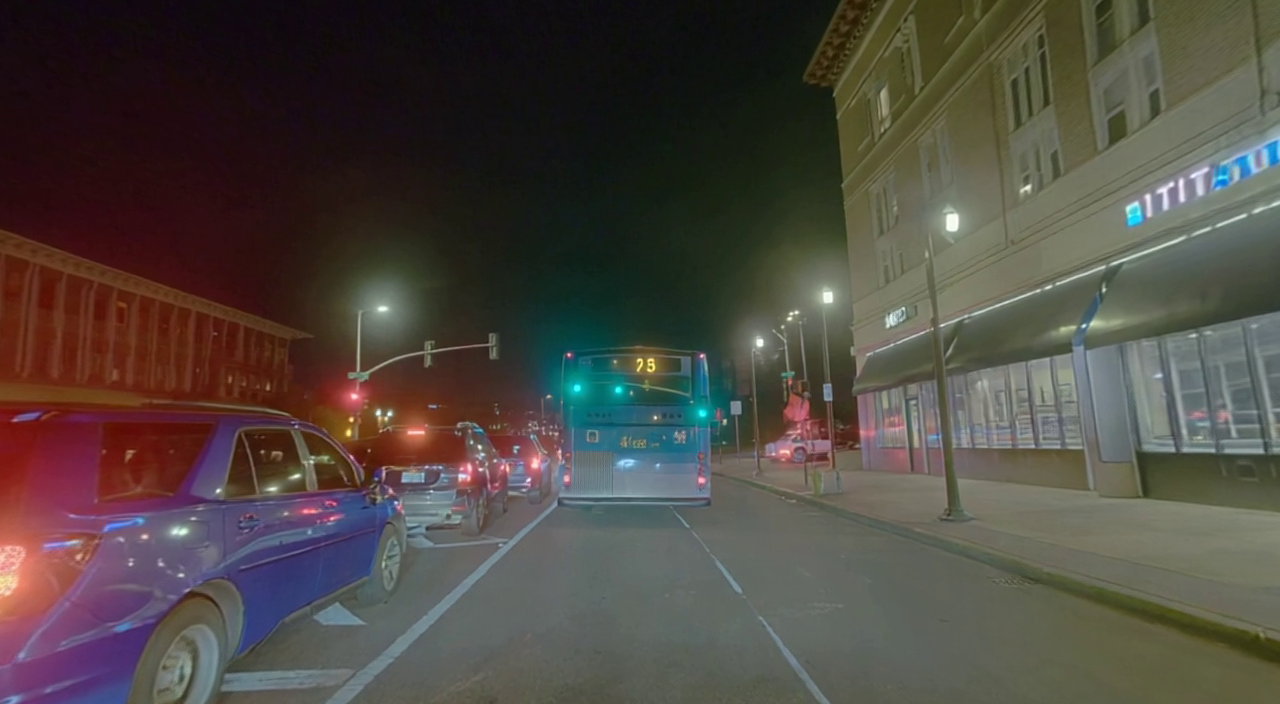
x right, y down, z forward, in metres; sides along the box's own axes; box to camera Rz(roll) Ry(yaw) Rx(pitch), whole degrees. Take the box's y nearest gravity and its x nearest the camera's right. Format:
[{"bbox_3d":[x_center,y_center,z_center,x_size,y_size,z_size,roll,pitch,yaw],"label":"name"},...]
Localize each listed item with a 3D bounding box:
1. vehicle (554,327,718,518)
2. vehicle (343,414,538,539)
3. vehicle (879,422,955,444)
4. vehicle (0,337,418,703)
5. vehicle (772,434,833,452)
[{"bbox_3d":[-0.310,1.987,16.505,2.938,3.468,9.972,0,-9,-3],"label":"vehicle"},{"bbox_3d":[-3.343,2.198,11.772,2.096,1.828,4.669,0,-8,0],"label":"vehicle"},{"bbox_3d":[20.685,6.078,47.278,4.827,1.555,1.863,1,-9,-6],"label":"vehicle"},{"bbox_3d":[-3.214,1.092,3.982,2.020,1.725,4.384,0,-8,0],"label":"vehicle"},{"bbox_3d":[11.952,6.734,46.652,3.949,1.337,1.738,0,-9,-3],"label":"vehicle"}]
